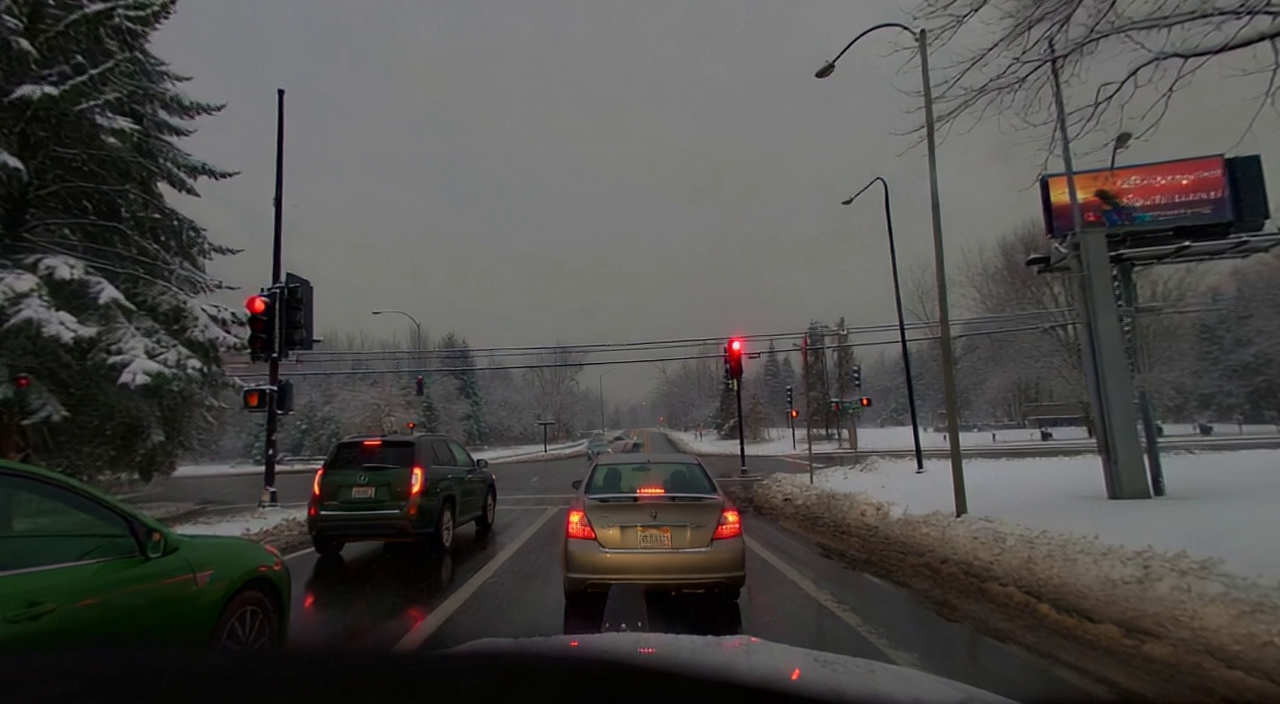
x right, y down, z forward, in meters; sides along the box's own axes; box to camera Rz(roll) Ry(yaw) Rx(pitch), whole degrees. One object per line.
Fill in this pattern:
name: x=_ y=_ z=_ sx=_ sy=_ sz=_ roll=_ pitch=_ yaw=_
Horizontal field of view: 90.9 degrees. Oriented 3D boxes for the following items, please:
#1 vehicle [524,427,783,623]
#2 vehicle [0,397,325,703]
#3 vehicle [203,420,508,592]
vehicle: x=0.041 y=1.590 z=6.622 sx=1.977 sy=1.467 sz=3.474 roll=0 pitch=-9 yaw=-2
vehicle: x=-3.145 y=0.964 z=2.422 sx=1.808 sy=1.520 sz=3.846 roll=-1 pitch=-9 yaw=1
vehicle: x=-3.166 y=1.795 z=8.136 sx=1.950 sy=1.628 sz=4.082 roll=-1 pitch=-9 yaw=1
